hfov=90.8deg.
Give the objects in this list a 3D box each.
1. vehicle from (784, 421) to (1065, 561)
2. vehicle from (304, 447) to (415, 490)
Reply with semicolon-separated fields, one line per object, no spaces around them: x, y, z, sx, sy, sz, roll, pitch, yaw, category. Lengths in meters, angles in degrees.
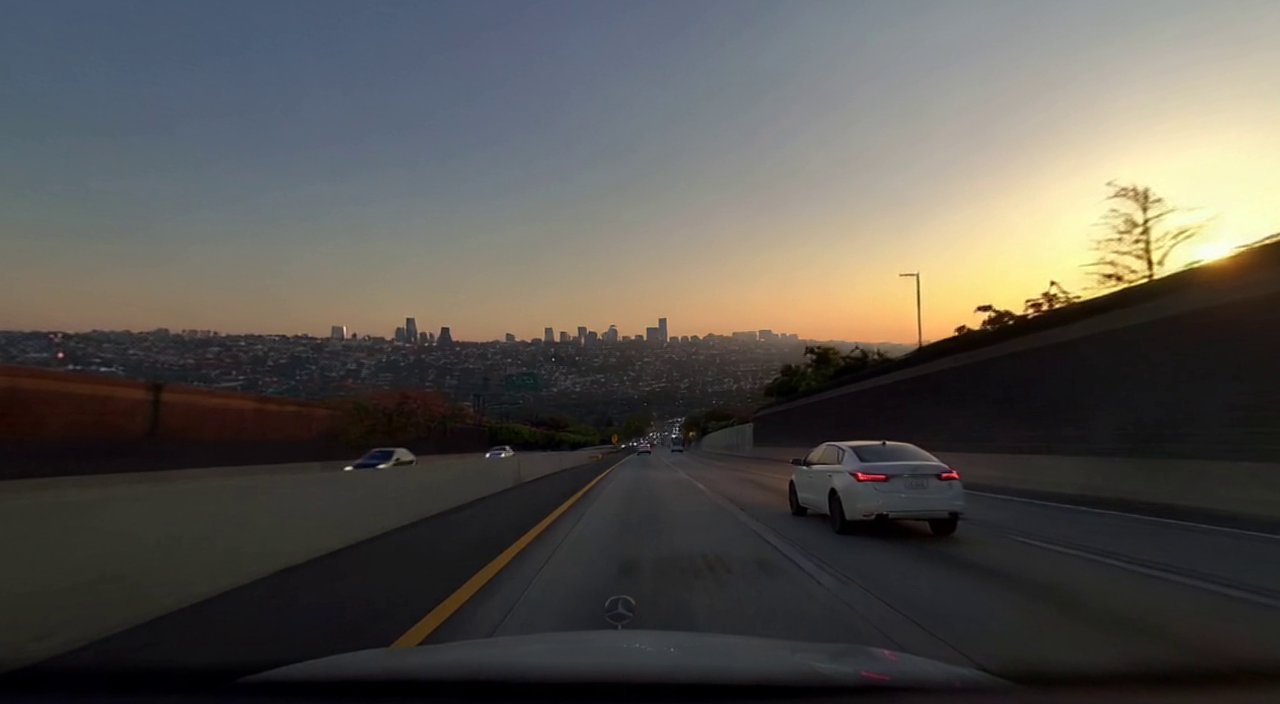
3.677;1.880;9.337;1.982;1.533;4.612;0;-8;0;vehicle
-11.074;4.611;25.430;2.137;1.543;5.021;0;-8;1;vehicle
